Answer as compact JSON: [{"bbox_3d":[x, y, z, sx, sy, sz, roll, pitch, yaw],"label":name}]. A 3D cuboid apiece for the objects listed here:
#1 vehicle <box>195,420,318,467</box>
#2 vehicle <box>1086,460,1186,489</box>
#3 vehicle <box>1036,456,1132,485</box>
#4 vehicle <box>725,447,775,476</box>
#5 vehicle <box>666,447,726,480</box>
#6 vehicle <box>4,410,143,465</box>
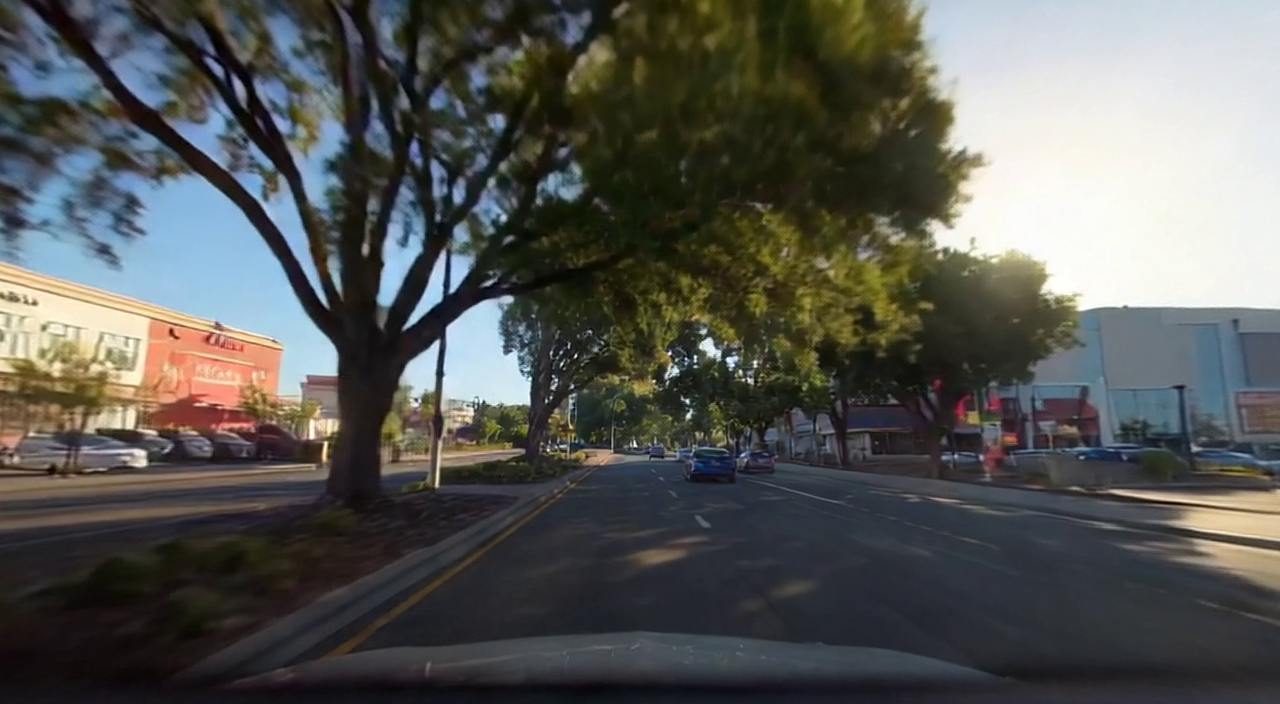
[{"bbox_3d":[-27.358,6.606,45.272,6.822,3.138,2.979,3,-9,-17],"label":"vehicle"},{"bbox_3d":[27.311,6.709,34.661,4.390,1.474,1.851,2,-9,-13],"label":"vehicle"},{"bbox_3d":[26.692,7.095,37.853,4.586,1.665,1.968,2,-9,-11],"label":"vehicle"},{"bbox_3d":[6.107,6.132,35.460,1.886,1.528,4.169,1,-9,-3],"label":"vehicle"},{"bbox_3d":[2.580,5.256,29.923,2.256,1.451,4.313,1,-9,-3],"label":"vehicle"},{"bbox_3d":[-34.015,5.268,38.223,2.858,2.981,6.850,2,-9,-11],"label":"vehicle"}]
